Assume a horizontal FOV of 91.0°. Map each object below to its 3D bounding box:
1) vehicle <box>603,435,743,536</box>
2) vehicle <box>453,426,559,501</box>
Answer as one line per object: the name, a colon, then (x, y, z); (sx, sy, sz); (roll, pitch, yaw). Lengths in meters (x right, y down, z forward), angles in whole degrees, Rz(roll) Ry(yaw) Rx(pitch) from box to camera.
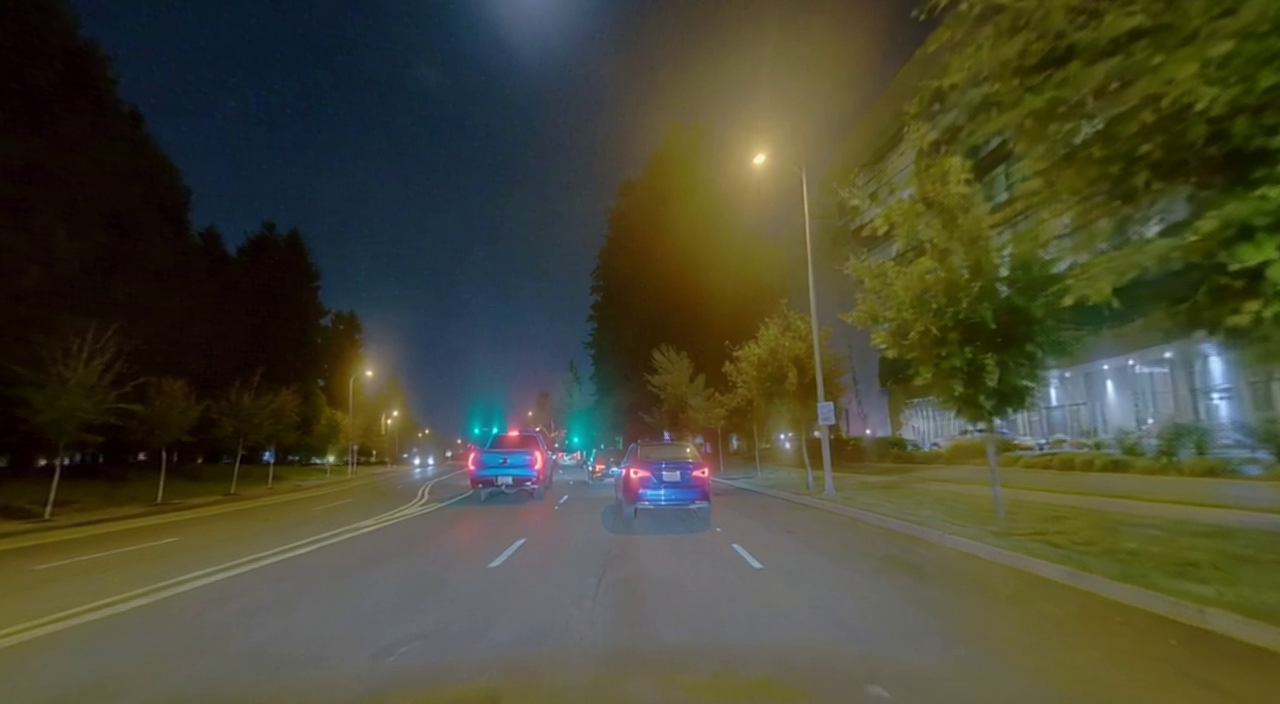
vehicle: (0.399, 2.382, 11.796); (2.142, 1.528, 4.133); (1, -9, -3)
vehicle: (-3.987, 3.466, 19.922); (2.512, 1.992, 5.725); (1, -9, -5)
